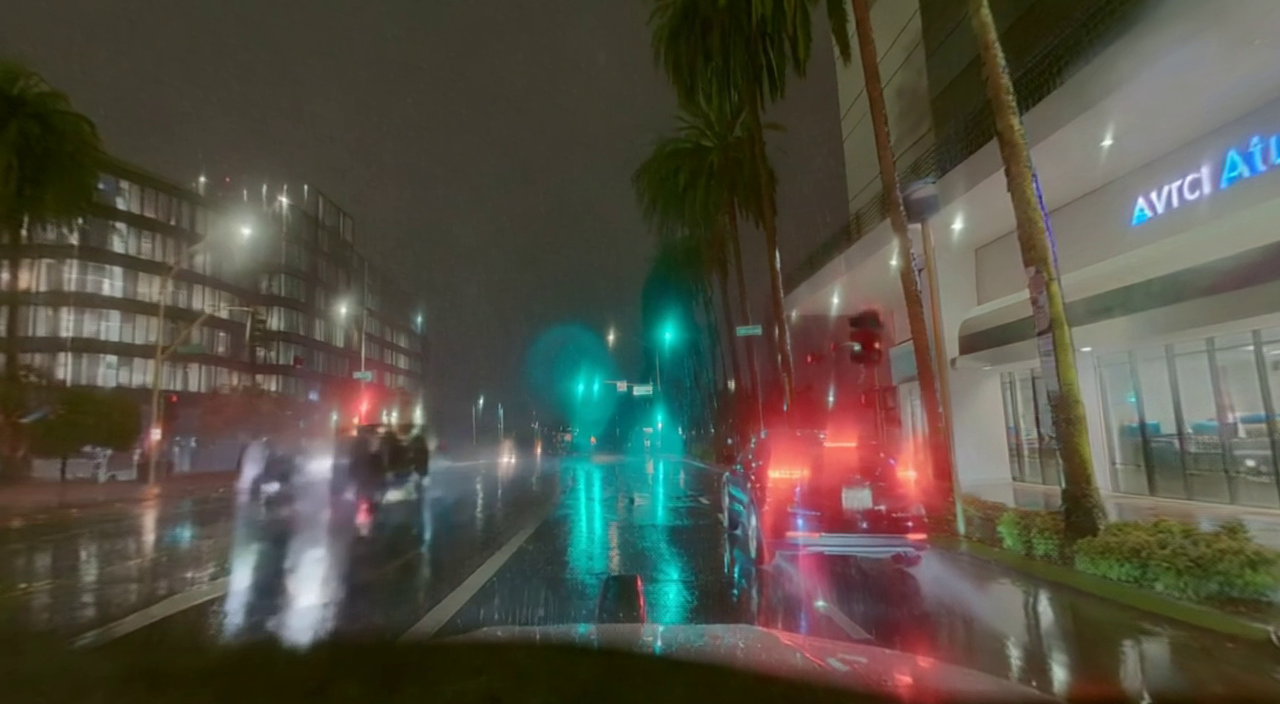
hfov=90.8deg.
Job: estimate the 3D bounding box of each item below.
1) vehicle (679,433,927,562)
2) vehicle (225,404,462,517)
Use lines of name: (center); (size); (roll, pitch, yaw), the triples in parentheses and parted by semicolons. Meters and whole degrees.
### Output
vehicle: (2.069, 2.031, 9.746); (2.090, 1.466, 4.676); (1, -8, -7)
vehicle: (-6.065, 2.329, 14.050); (2.190, 1.964, 5.614); (-1, -8, 5)
